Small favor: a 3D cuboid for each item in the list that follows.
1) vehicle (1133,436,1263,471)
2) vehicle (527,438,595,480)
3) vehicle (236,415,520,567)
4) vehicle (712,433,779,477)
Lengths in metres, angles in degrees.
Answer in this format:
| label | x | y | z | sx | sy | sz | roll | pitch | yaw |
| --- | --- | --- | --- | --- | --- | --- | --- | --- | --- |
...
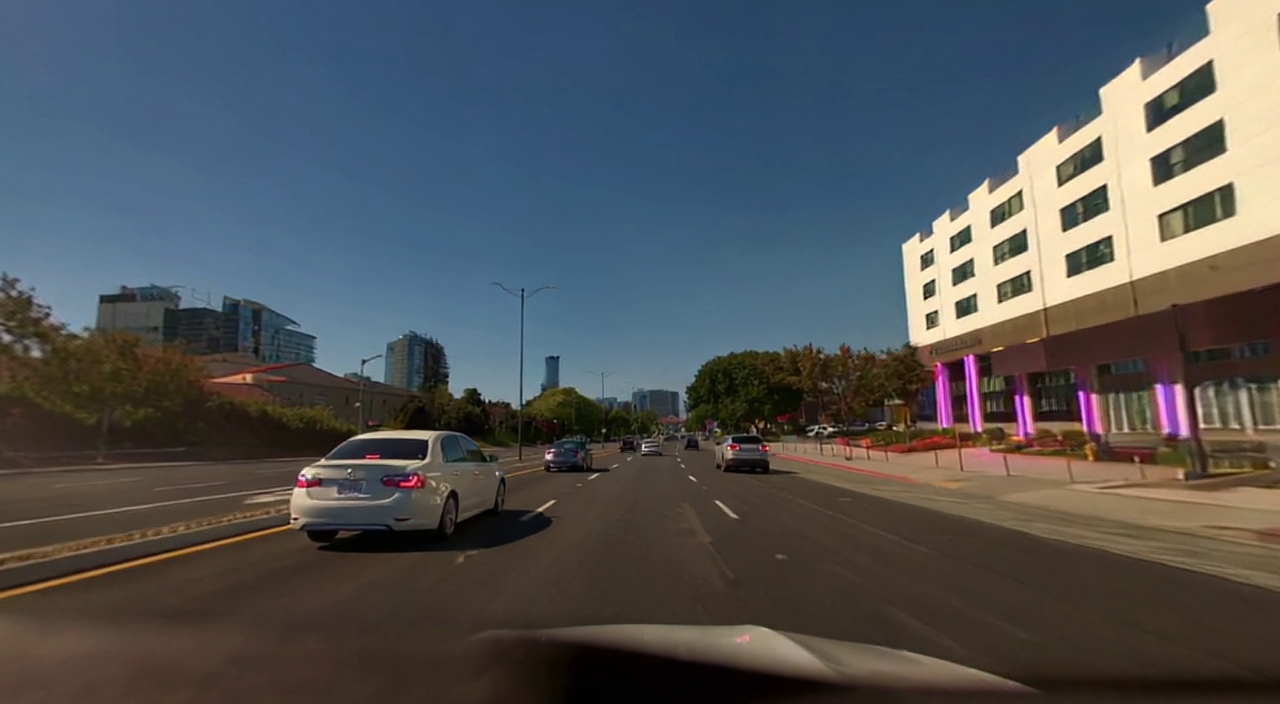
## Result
| label | x | y | z | sx | sy | sz | roll | pitch | yaw |
| --- | --- | --- | --- | --- | --- | --- | --- | --- | --- |
| vehicle | 29.089 | 5.301 | 33.002 | 4.667 | 1.674 | 1.767 | -1 | -9 | 13 |
| vehicle | -2.951 | 4.119 | 24.495 | 1.980 | 1.454 | 4.226 | -1 | -8 | 2 |
| vehicle | -3.181 | 1.790 | 8.910 | 2.118 | 1.568 | 4.436 | 0 | -8 | 0 |
| vehicle | 4.345 | 4.318 | 26.657 | 2.103 | 1.699 | 4.171 | 0 | -8 | 0 |
